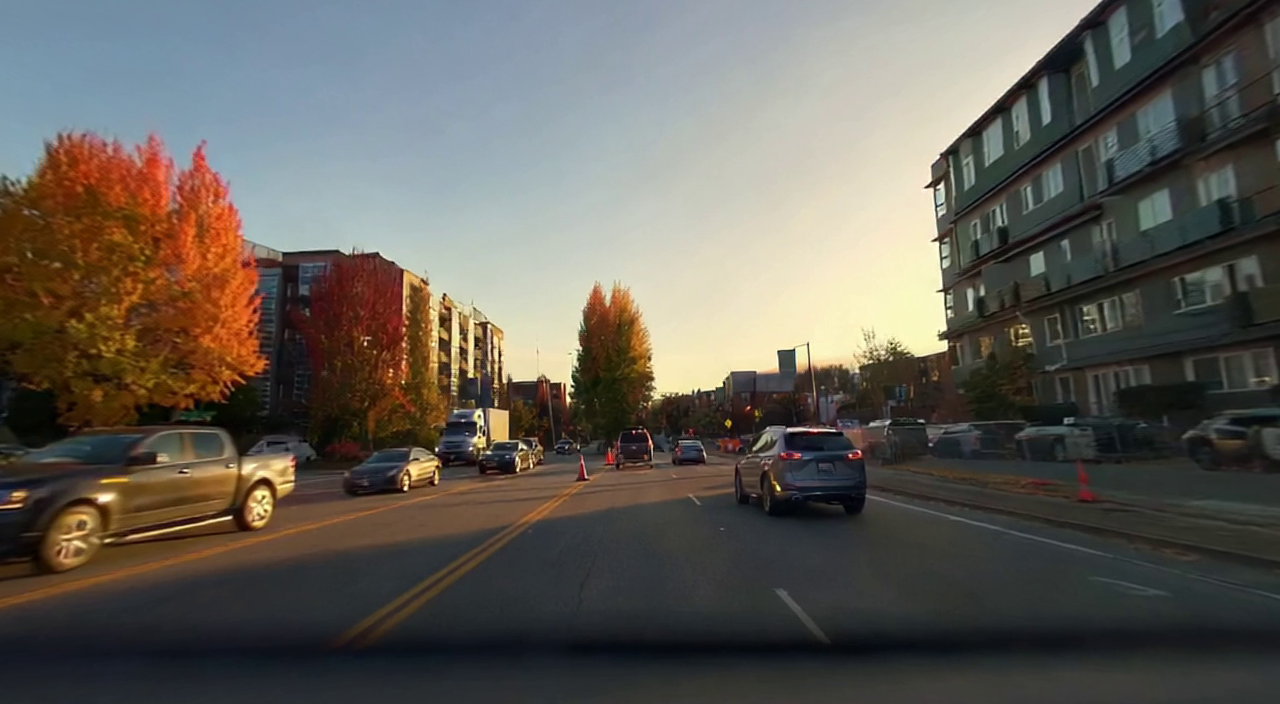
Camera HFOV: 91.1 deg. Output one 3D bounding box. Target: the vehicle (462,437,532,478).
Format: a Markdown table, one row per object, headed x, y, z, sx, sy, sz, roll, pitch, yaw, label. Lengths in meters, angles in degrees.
| x | y | z | sx | sy | sz | roll | pitch | yaw | label |
| --- | --- | --- | --- | --- | --- | --- | --- | --- | --- |
| -7.156 | 5.312 | 31.971 | 2.437 | 1.820 | 4.827 | -2 | -8 | 0 | vehicle |

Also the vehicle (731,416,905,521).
| x | y | z | sx | sy | sz | roll | pitch | yaw | label |
| --- | --- | --- | --- | --- | --- | --- | --- | --- | --- |
| 3.549 | 2.459 | 13.880 | 2.120 | 1.828 | 5.531 | 0 | -8 | -1 | vehicle |

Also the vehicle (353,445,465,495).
| x | y | z | sx | sy | sz | roll | pitch | yaw | label |
| --- | --- | --- | --- | --- | --- | --- | --- | --- | --- |
| -7.558 | 3.876 | 21.104 | 1.881 | 1.485 | 4.522 | 0 | -8 | 2 | vehicle |

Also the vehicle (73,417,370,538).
| x | y | z | sx | sy | sz | roll | pitch | yaw | label |
| --- | --- | --- | --- | --- | --- | --- | --- | --- | --- |
| -7.614 | 2.328 | 12.310 | 2.448 | 1.871 | 4.820 | 0 | -8 | 0 | vehicle |

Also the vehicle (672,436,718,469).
| x | y | z | sx | sy | sz | roll | pitch | yaw | label |
| --- | --- | --- | --- | --- | --- | --- | --- | --- | --- |
| 3.245 | 6.064 | 38.122 | 2.187 | 1.835 | 5.471 | 0 | -8 | -1 | vehicle |

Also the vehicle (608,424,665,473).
| x | y | z | sx | sy | sz | roll | pitch | yaw | label |
| --- | --- | --- | --- | --- | --- | --- | --- | --- | --- |
| -0.240 | 5.200 | 33.935 | 2.762 | 2.309 | 6.723 | 0 | -9 | -1 | vehicle |
